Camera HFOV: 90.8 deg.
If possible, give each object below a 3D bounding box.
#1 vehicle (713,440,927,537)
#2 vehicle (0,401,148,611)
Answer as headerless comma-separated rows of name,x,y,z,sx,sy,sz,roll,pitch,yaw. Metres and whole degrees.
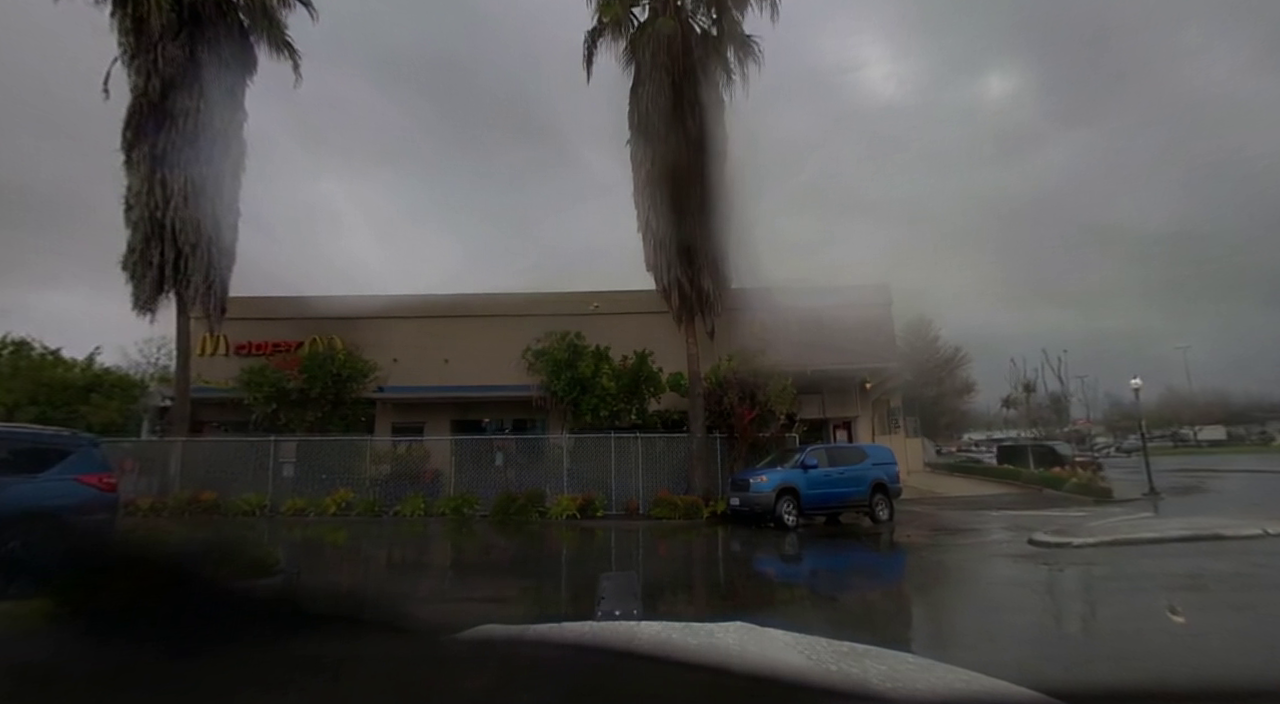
vehicle,4.008,2.865,13.978,4.365,1.791,2.073,5,-9,-30
vehicle,-6.793,1.298,5.124,1.943,1.890,4.472,0,-10,0
